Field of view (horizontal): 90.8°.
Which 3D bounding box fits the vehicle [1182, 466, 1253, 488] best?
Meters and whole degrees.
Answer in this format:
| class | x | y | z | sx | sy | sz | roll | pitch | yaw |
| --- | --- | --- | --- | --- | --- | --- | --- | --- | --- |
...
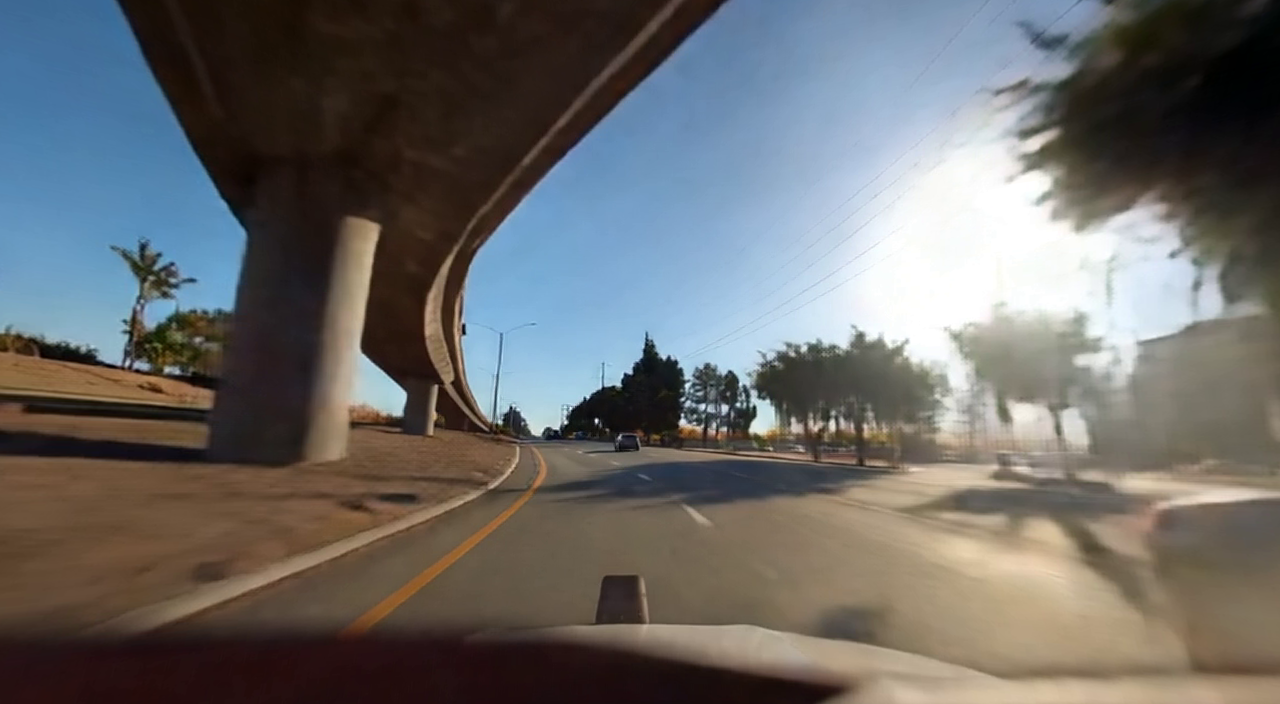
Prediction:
| class | x | y | z | sx | sy | sz | roll | pitch | yaw |
| --- | --- | --- | --- | --- | --- | --- | --- | --- | --- |
| vehicle | 43.653 | 9.416 | 47.747 | 4.465 | 1.431 | 1.959 | 3 | -9 | -20 |
